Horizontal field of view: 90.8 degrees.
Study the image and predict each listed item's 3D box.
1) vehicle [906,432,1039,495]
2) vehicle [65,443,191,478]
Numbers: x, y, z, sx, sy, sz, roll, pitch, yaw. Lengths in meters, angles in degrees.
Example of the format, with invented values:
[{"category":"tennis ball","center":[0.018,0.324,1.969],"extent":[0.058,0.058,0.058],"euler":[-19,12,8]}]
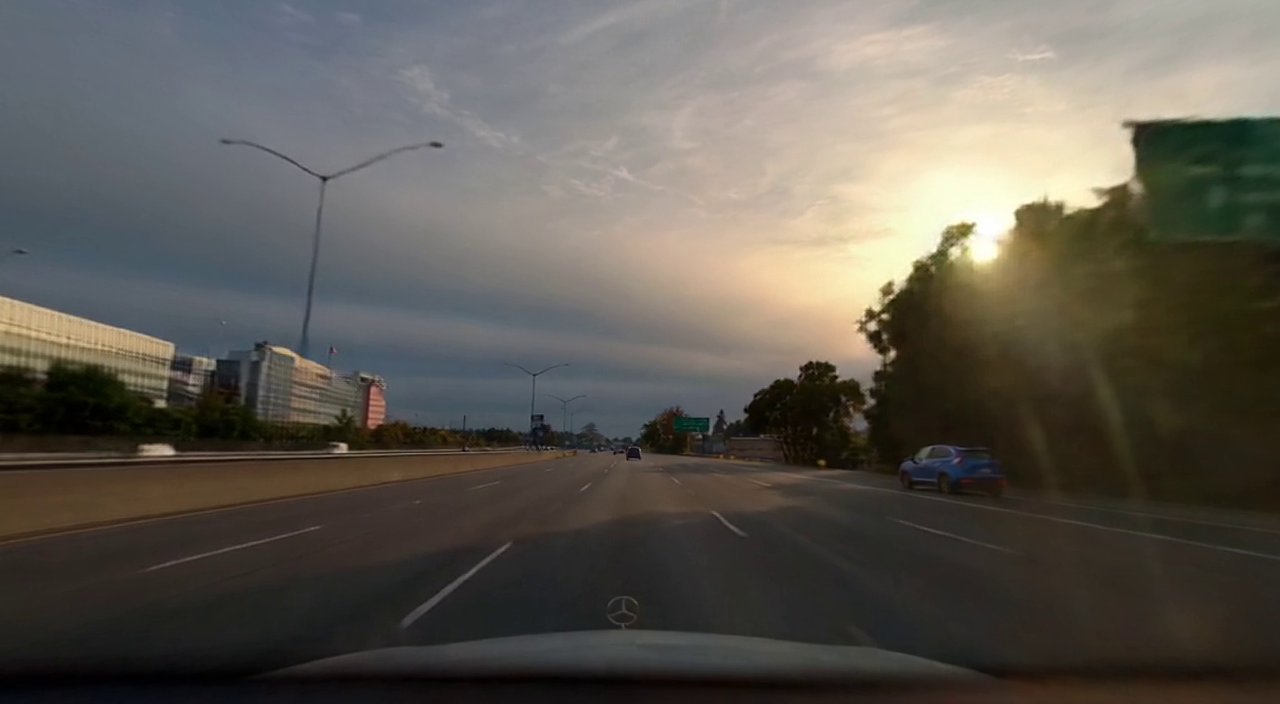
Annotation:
[{"category":"vehicle","center":[13.588,4.574,26.347],"extent":[2.411,2.326,5.300],"euler":[0,-9,-3]},{"category":"vehicle","center":[-23.895,5.081,29.750],"extent":[1.966,1.494,4.762],"euler":[0,-9,-1]}]
